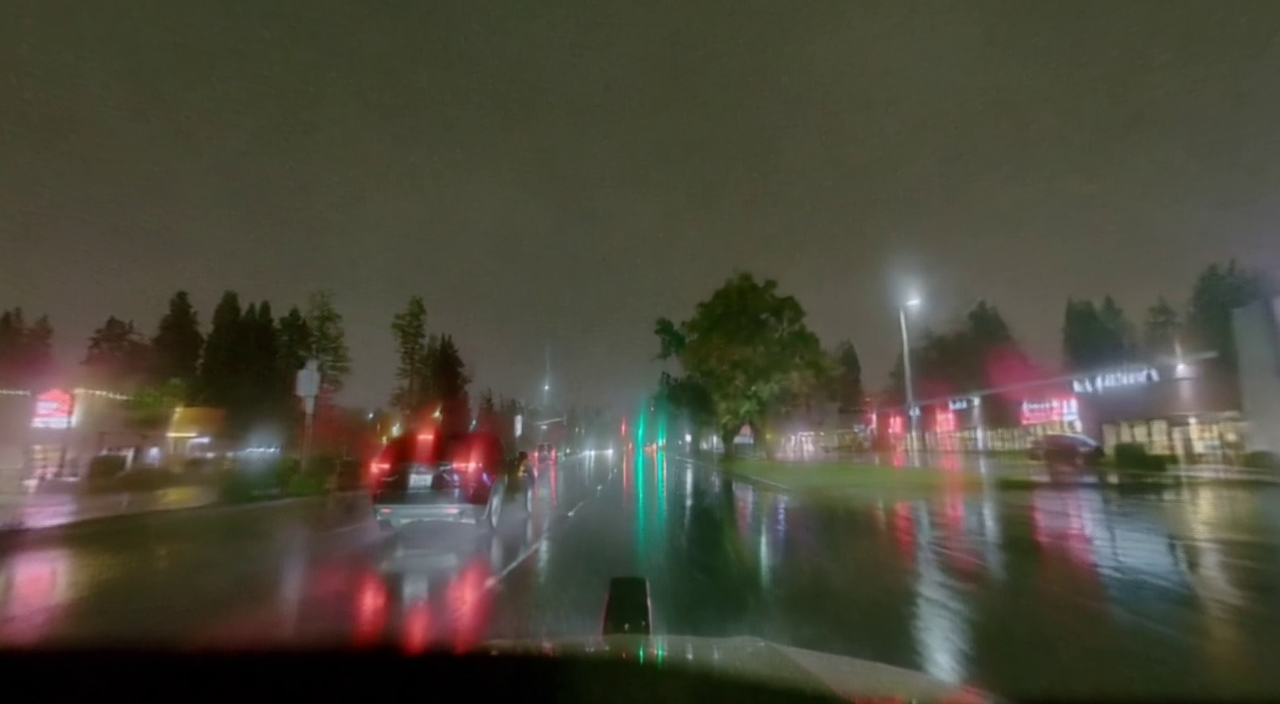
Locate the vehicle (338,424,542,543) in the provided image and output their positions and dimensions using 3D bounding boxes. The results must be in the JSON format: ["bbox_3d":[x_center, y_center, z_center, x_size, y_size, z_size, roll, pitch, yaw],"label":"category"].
[{"bbox_3d":[-3.154,2.163,11.028,2.127,1.654,4.121,0,-8,1],"label":"vehicle"}]
